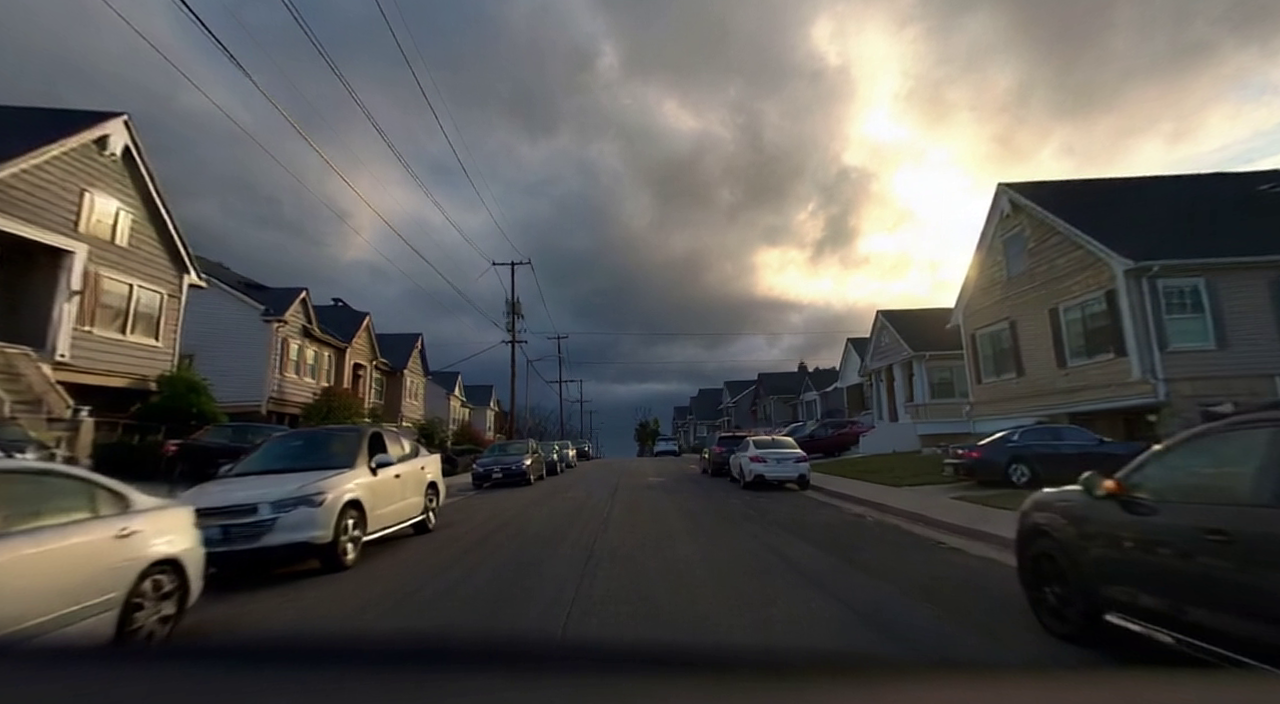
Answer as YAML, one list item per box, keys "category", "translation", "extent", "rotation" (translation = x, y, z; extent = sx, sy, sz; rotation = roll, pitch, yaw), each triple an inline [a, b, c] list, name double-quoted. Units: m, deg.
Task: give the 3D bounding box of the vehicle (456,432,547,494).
- category: "vehicle"
  translation: [-4.386, 3.663, 20.793]
  extent: [2.031, 1.708, 4.746]
  rotation: [-2, -10, -1]

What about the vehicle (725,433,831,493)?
- category: "vehicle"
  translation: [3.600, 2.995, 17.355]
  extent: [2.083, 1.407, 4.506]
  rotation: [-1, -9, 3]

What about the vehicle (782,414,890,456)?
- category: "vehicle"
  translation: [8.741, 3.765, 28.488]
  extent: [4.170, 1.811, 1.978]
  rotation: [0, -9, -1]

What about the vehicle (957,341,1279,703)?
- category: "vehicle"
  translation: [3.696, 0.838, 2.719]
  extent: [2.025, 1.741, 4.748]
  rotation: [0, -9, -2]

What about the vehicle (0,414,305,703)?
- category: "vehicle"
  translation: [-3.823, 1.088, 3.182]
  extent: [2.024, 1.460, 4.600]
  rotation: [0, -9, -4]
